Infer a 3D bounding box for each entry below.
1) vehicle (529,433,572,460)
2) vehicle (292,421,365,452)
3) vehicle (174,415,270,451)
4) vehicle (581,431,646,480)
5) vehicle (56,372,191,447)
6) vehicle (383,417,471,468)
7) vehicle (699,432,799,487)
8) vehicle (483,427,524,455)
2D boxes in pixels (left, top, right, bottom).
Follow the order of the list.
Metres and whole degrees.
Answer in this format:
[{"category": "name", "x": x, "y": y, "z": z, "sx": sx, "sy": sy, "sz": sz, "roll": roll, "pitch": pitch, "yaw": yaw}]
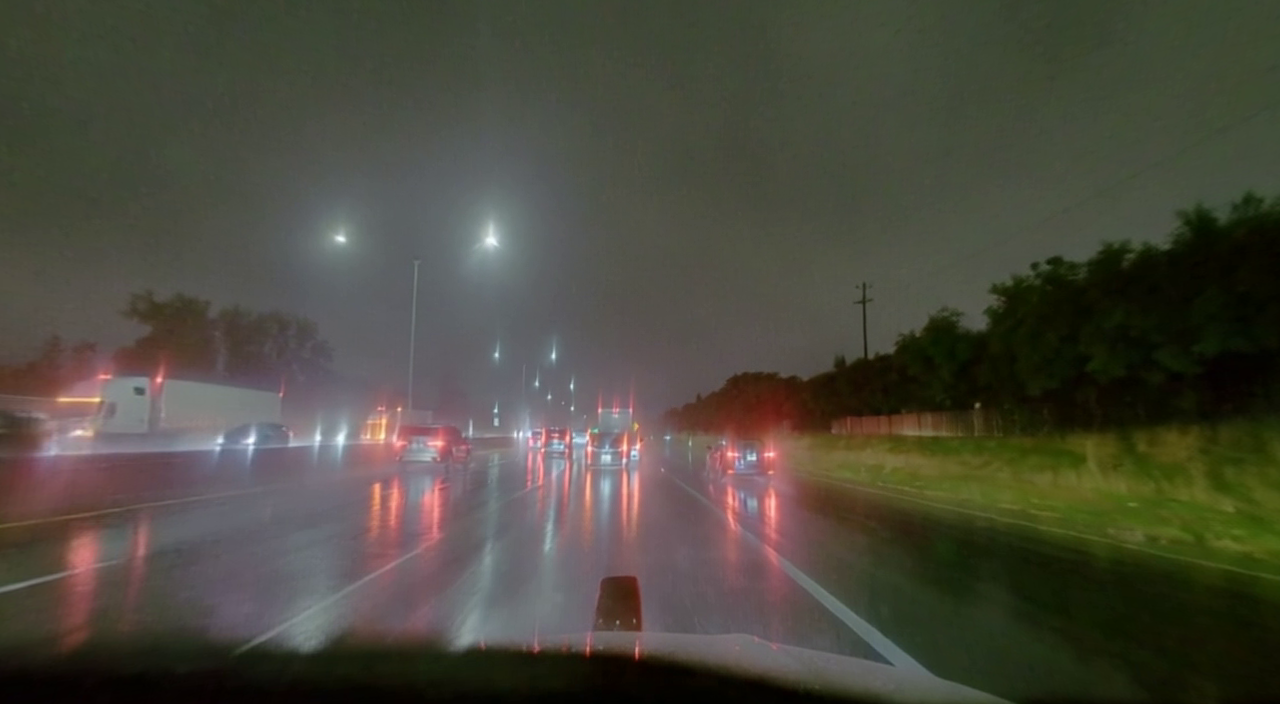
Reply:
[{"category": "vehicle", "x": -5.186, "y": 5.522, "z": 37.017, "sx": 2.046, "sy": 1.493, "sz": 4.384, "roll": 0, "pitch": -8, "yaw": -2}, {"category": "vehicle", "x": -16.188, "y": 4.422, "z": 32.897, "sx": 1.903, "sy": 1.506, "sz": 3.980, "roll": 0, "pitch": -8, "yaw": -3}, {"category": "vehicle", "x": -19.817, "y": 3.893, "z": 30.021, "sx": 1.831, "sy": 1.575, "sz": 4.218, "roll": 0, "pitch": -8, "yaw": -3}, {"category": "vehicle", "x": -0.885, "y": 3.410, "z": 21.093, "sx": 1.980, "sy": 1.478, "sz": 3.758, "roll": 0, "pitch": -8, "yaw": -2}, {"category": "vehicle", "x": -28.562, "y": 3.310, "z": 35.117, "sx": 2.908, "sy": 3.868, "sz": 5.411, "roll": 0, "pitch": -8, "yaw": -3}, {"category": "vehicle", "x": -8.699, "y": 3.741, "z": 26.180, "sx": 2.158, "sy": 1.943, "sz": 4.662, "roll": 0, "pitch": -8, "yaw": -2}, {"category": "vehicle", "x": 3.175, "y": 3.207, "z": 19.289, "sx": 1.981, "sy": 1.474, "sz": 4.396, "roll": 0, "pitch": -8, "yaw": -4}, {"category": "vehicle", "x": -9.473, "y": 6.205, "z": 43.933, "sx": 1.992, "sy": 1.838, "sz": 4.493, "roll": 0, "pitch": -8, "yaw": -2}]
